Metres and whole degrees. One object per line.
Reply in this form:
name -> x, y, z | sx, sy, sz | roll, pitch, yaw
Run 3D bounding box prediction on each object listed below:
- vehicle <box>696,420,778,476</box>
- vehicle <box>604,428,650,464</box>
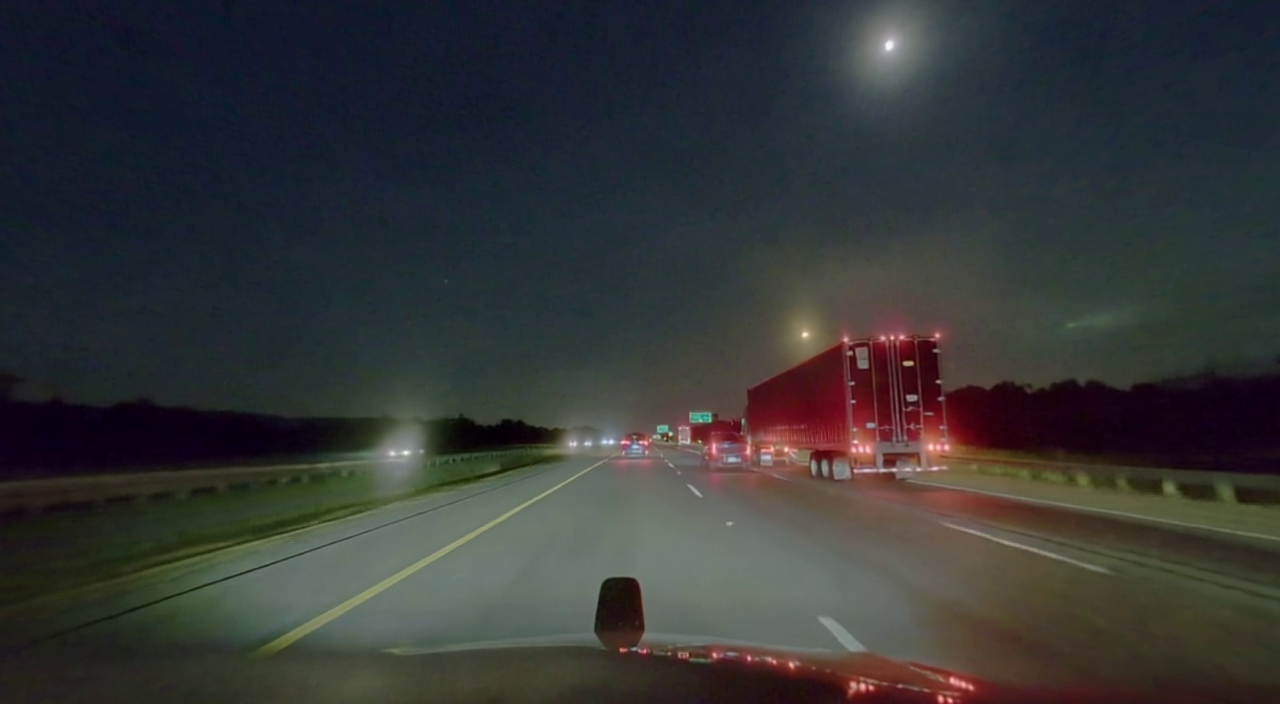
vehicle -> 3.429, 3.560, 23.286 | 2.269, 1.839, 4.554 | 0, -9, -1
vehicle -> -0.583, 4.710, 31.419 | 2.142, 1.664, 4.076 | 0, -9, 1
